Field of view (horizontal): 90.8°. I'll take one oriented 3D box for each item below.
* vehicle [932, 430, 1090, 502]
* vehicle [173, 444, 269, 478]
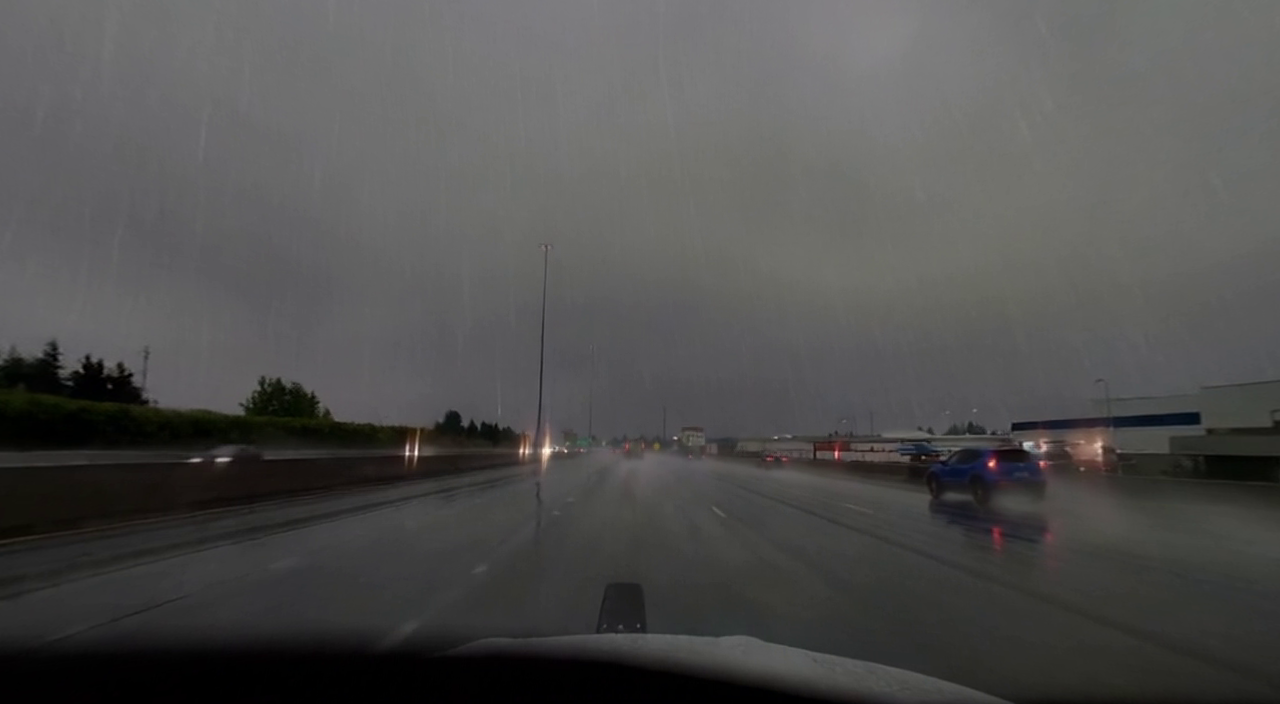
[{"bbox_3d":[13.431,4.146,23.409,2.411,2.326,5.300,0,-9,-2],"label":"vehicle"},{"bbox_3d":[-19.602,5.102,29.729,1.975,1.467,3.800,0,-9,-1],"label":"vehicle"}]
